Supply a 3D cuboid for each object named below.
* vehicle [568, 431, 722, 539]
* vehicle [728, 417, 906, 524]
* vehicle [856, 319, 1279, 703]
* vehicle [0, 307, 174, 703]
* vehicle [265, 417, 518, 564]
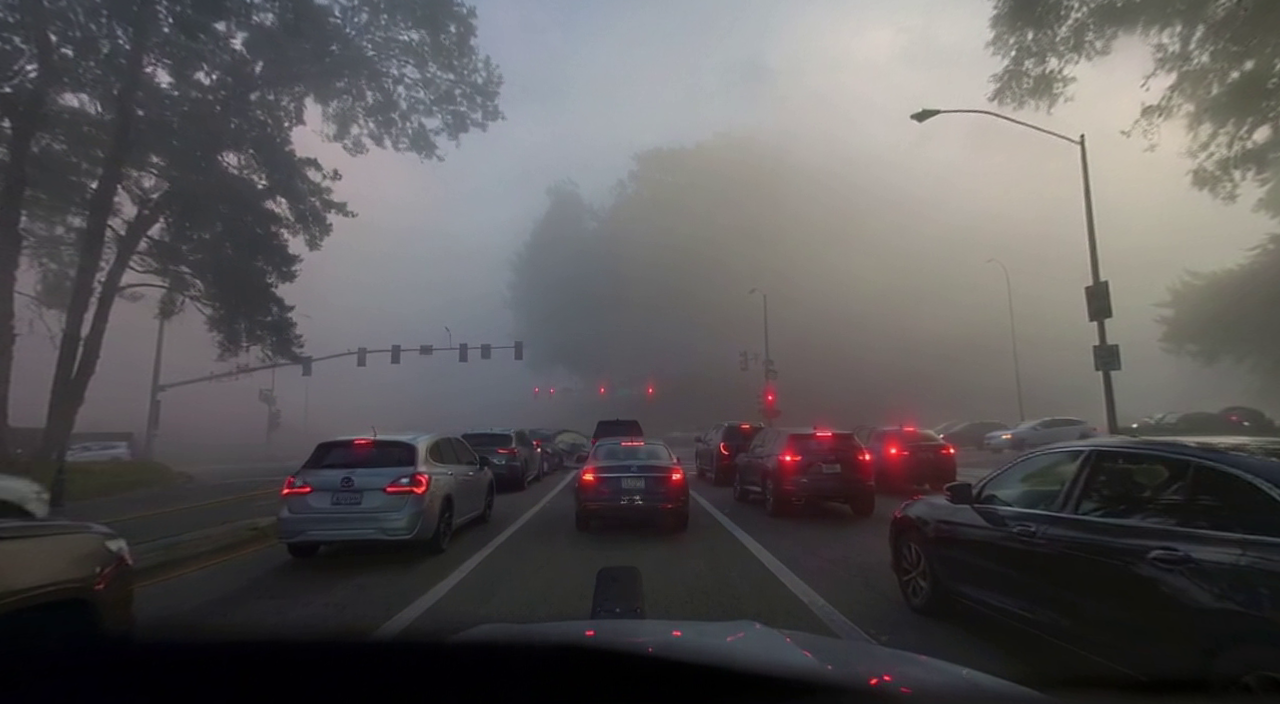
[{"bbox_3d":[0.003,2.070,10.422,2.076,1.438,3.770,0,-8,-2],"label":"vehicle"},{"bbox_3d":[3.076,2.168,12.018,2.106,1.667,4.101,0,-8,-1],"label":"vehicle"},{"bbox_3d":[3.148,0.979,3.737,2.074,1.685,4.387,0,-8,-1],"label":"vehicle"},{"bbox_3d":[-3.208,0.494,0.603,2.079,1.756,4.676,0,-8,-3],"label":"vehicle"},{"bbox_3d":[-3.056,1.786,8.912,1.896,1.546,4.378,0,-8,-2],"label":"vehicle"}]
